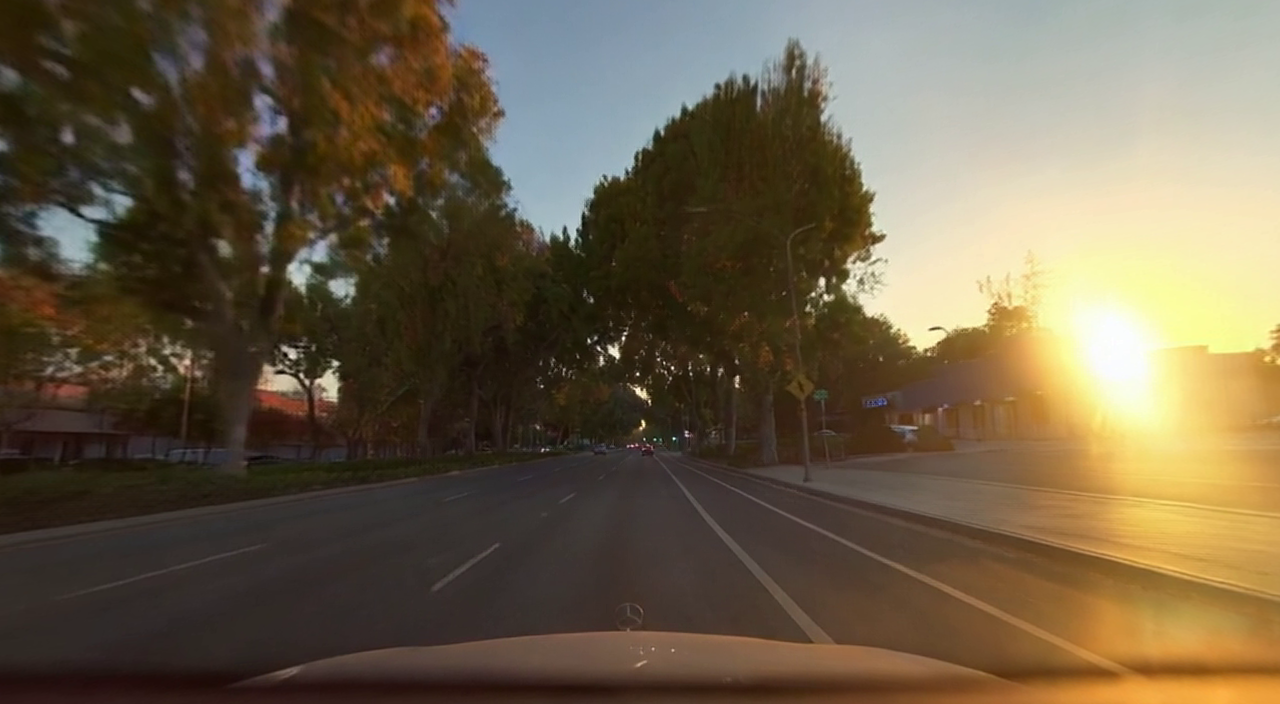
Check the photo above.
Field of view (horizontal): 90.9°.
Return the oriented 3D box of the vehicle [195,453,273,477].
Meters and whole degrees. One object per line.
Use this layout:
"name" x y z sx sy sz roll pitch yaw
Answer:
"vehicle" -26.593 7.399 41.508 2.007 1.430 4.583 0 -9 1
